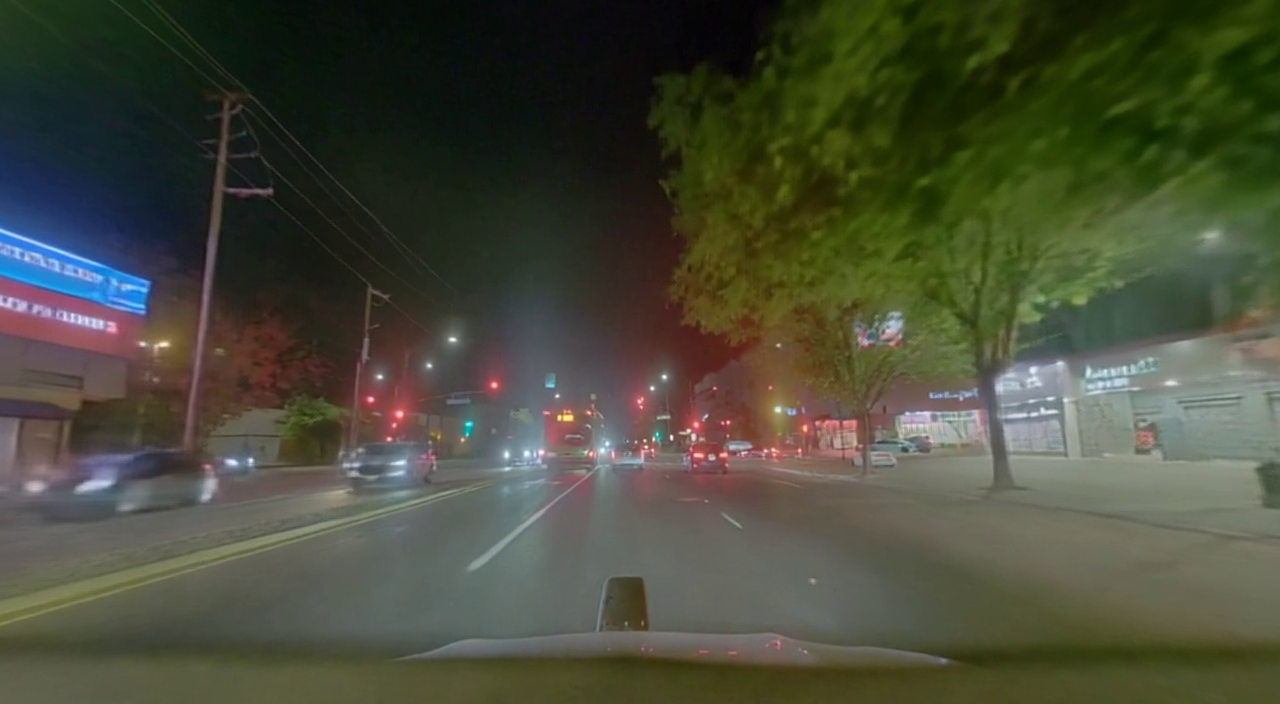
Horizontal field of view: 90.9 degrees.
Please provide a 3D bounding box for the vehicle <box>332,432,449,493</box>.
[{"bbox_3d":[-8.411,3.745,21.855,2.154,1.832,4.820,0,-8,-1],"label":"vehicle"}]

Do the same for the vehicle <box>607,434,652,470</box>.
[{"bbox_3d":[-0.625,5.447,34.596,2.301,1.837,4.411,0,-8,-2],"label":"vehicle"}]

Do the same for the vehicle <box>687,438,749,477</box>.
[{"bbox_3d":[3.267,4.506,27.280,2.046,1.540,3.883,0,-8,-2],"label":"vehicle"}]

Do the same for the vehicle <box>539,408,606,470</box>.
[{"bbox_3d":[-3.887,5.547,40.072,3.018,3.217,13.998,0,-8,-1],"label":"vehicle"}]

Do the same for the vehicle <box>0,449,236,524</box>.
[{"bbox_3d":[-12.146,3.086,15.098,1.877,1.431,4.621,0,-8,-1],"label":"vehicle"}]
